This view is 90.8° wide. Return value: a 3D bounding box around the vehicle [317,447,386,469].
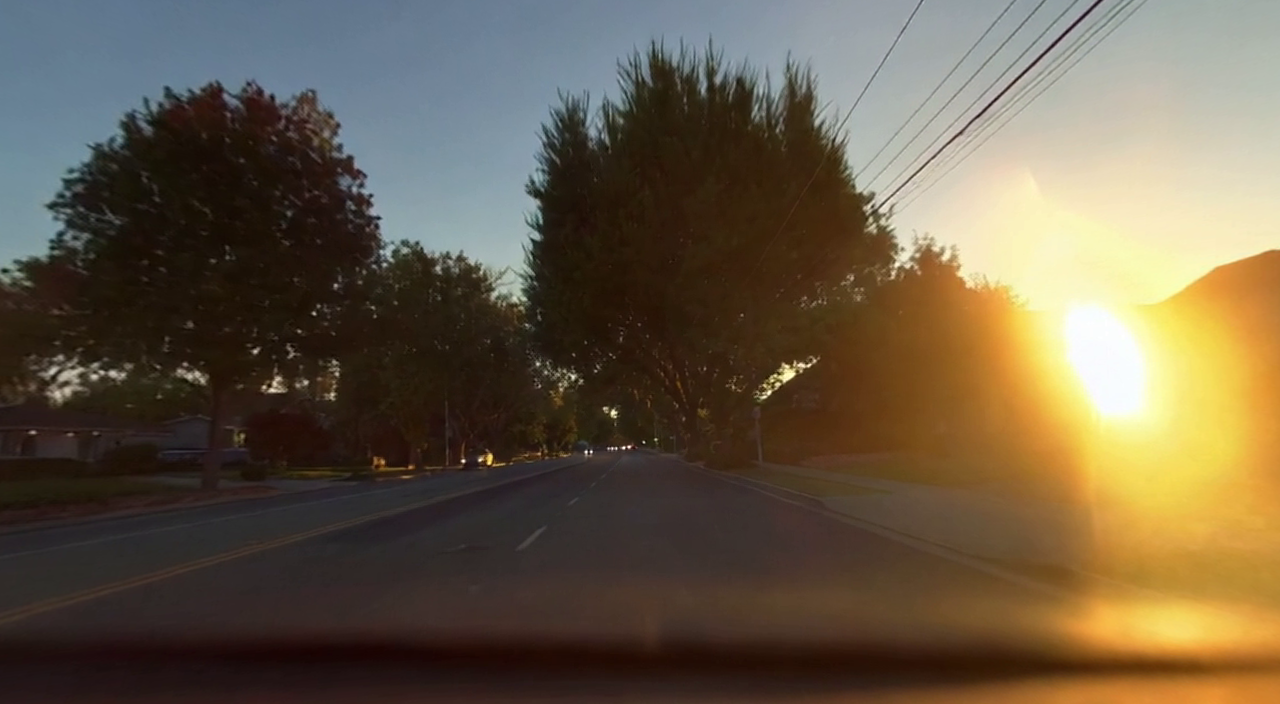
[{"bbox_3d":[-22.755,8.373,49.953,4.514,1.711,1.855,0,-9,0],"label":"vehicle"}]
